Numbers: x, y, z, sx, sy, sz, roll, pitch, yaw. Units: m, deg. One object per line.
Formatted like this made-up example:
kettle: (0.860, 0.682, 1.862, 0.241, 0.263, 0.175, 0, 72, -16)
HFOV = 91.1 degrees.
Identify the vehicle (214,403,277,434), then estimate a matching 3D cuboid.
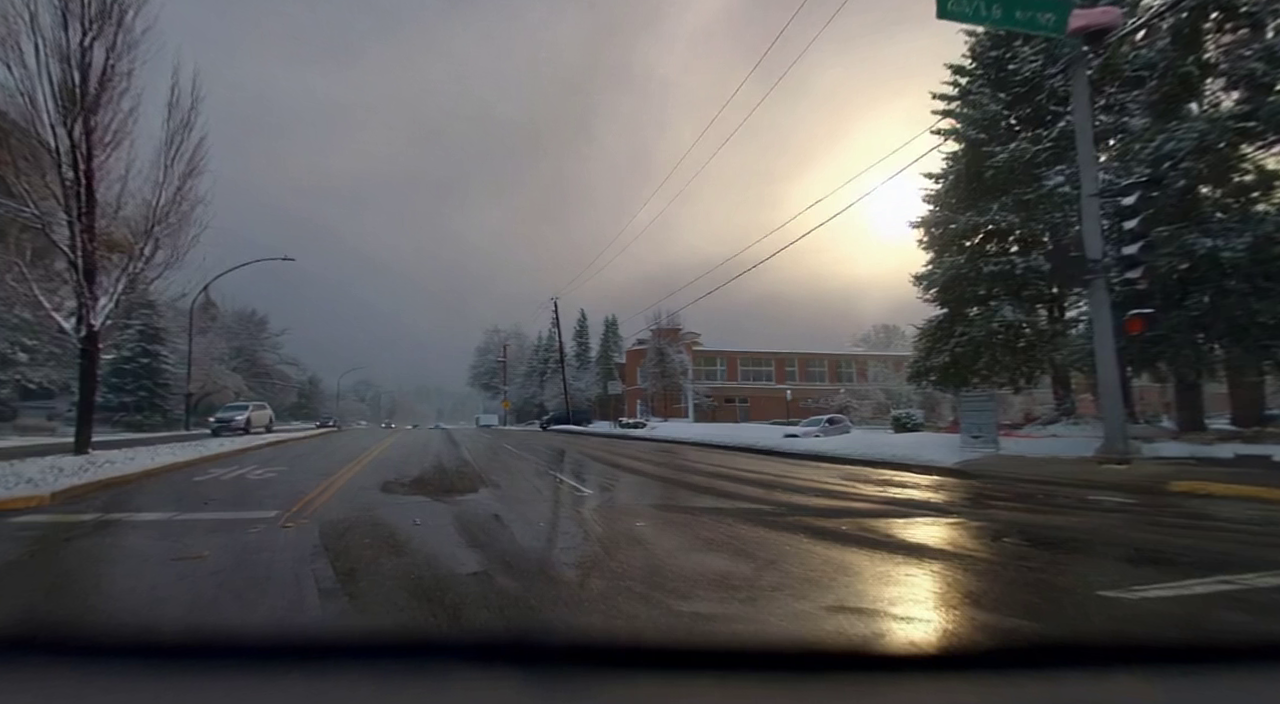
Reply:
vehicle: (-23.585, 4.039, 37.694, 2.060, 1.618, 4.203, 3, -9, -17)

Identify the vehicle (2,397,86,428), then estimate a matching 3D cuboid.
vehicle: (-44.006, 4.492, 46.448, 3.770, 1.737, 2.102, 5, -17, -20)

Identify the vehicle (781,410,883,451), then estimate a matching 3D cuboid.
vehicle: (9.005, 3.693, 29.511, 4.030, 1.483, 1.859, -2, -12, -17)
